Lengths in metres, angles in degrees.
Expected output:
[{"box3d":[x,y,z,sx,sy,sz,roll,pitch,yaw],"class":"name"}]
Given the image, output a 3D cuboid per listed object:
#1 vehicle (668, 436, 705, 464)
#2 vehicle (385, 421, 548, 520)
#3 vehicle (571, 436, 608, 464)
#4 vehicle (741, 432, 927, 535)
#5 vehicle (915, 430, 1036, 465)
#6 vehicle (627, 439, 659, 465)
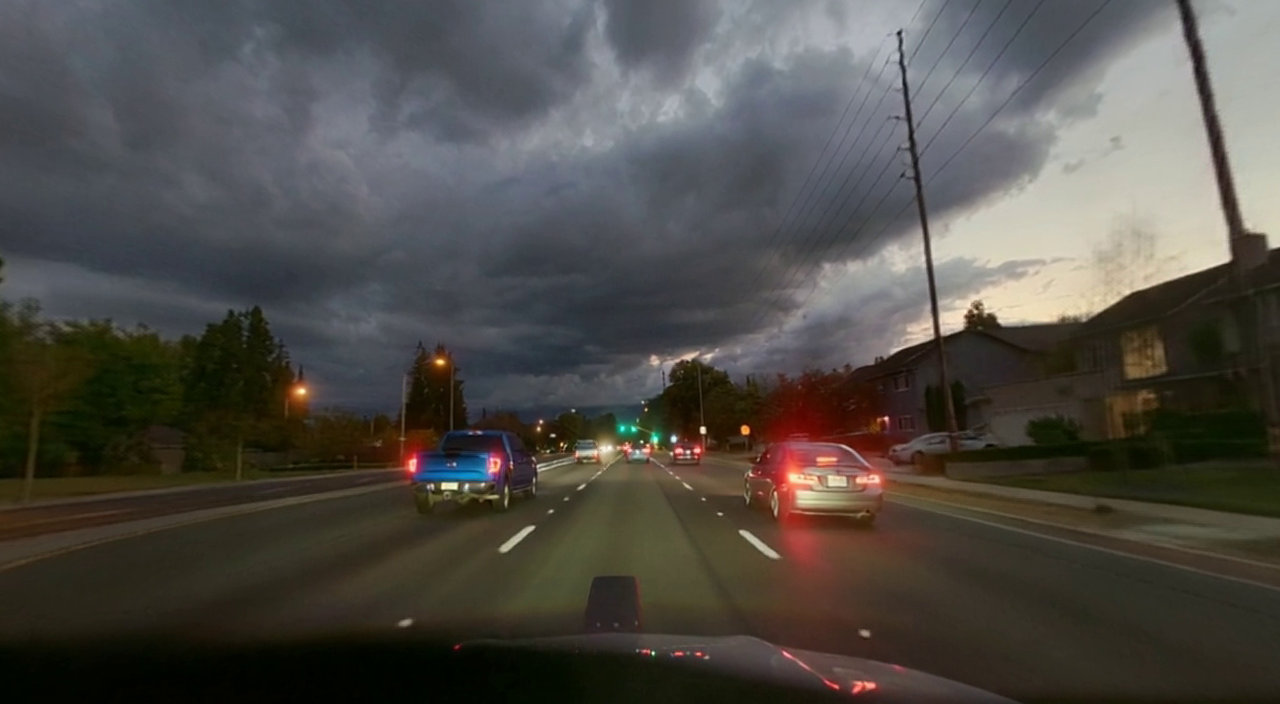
[{"box3d":[3.238,6.899,44.632,2.099,1.845,4.363,0,-8,-2],"class":"vehicle"},{"box3d":[-3.499,2.515,13.993,2.111,1.745,5.274,0,-8,0],"class":"vehicle"},{"box3d":[-3.504,6.878,44.301,2.218,1.829,4.492,0,-8,0],"class":"vehicle"},{"box3d":[3.130,2.205,11.242,1.884,1.463,4.195,0,-8,-1],"class":"vehicle"},{"box3d":[14.729,4.217,27.886,4.267,1.480,1.817,0,-8,1],"class":"vehicle"},{"box3d":[0.148,6.651,42.292,1.997,1.636,3.760,0,-8,-1],"class":"vehicle"}]
